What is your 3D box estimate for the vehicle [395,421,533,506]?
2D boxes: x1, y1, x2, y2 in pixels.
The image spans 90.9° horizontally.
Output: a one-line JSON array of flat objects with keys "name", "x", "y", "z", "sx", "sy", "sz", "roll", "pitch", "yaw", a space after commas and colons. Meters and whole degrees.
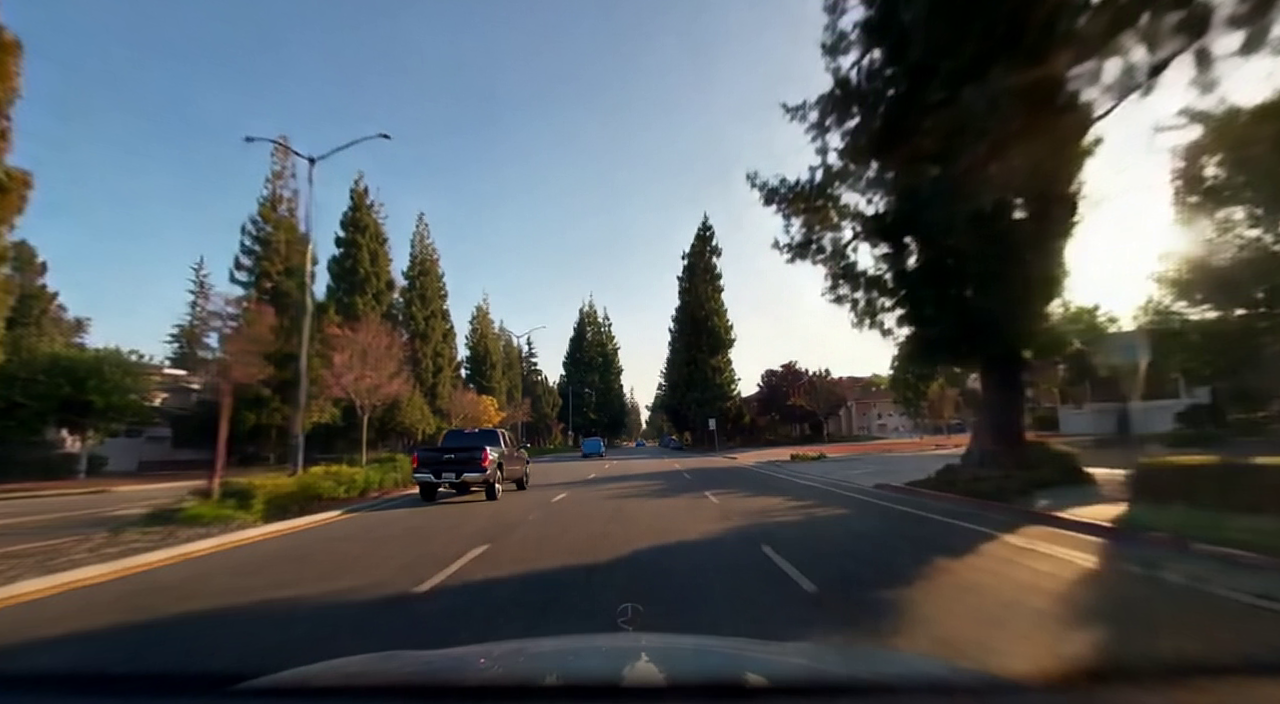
[{"name": "vehicle", "x": -4.060, "y": 2.671, "z": 15.510, "sx": 2.002, "sy": 1.747, "sz": 4.728, "roll": 0, "pitch": -8, "yaw": 0}]

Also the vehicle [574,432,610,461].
[{"name": "vehicle", "x": -3.472, "y": 6.955, "z": 46.244, "sx": 2.230, "sy": 1.987, "sz": 4.385, "roll": 0, "pitch": -8, "yaw": 1}]
